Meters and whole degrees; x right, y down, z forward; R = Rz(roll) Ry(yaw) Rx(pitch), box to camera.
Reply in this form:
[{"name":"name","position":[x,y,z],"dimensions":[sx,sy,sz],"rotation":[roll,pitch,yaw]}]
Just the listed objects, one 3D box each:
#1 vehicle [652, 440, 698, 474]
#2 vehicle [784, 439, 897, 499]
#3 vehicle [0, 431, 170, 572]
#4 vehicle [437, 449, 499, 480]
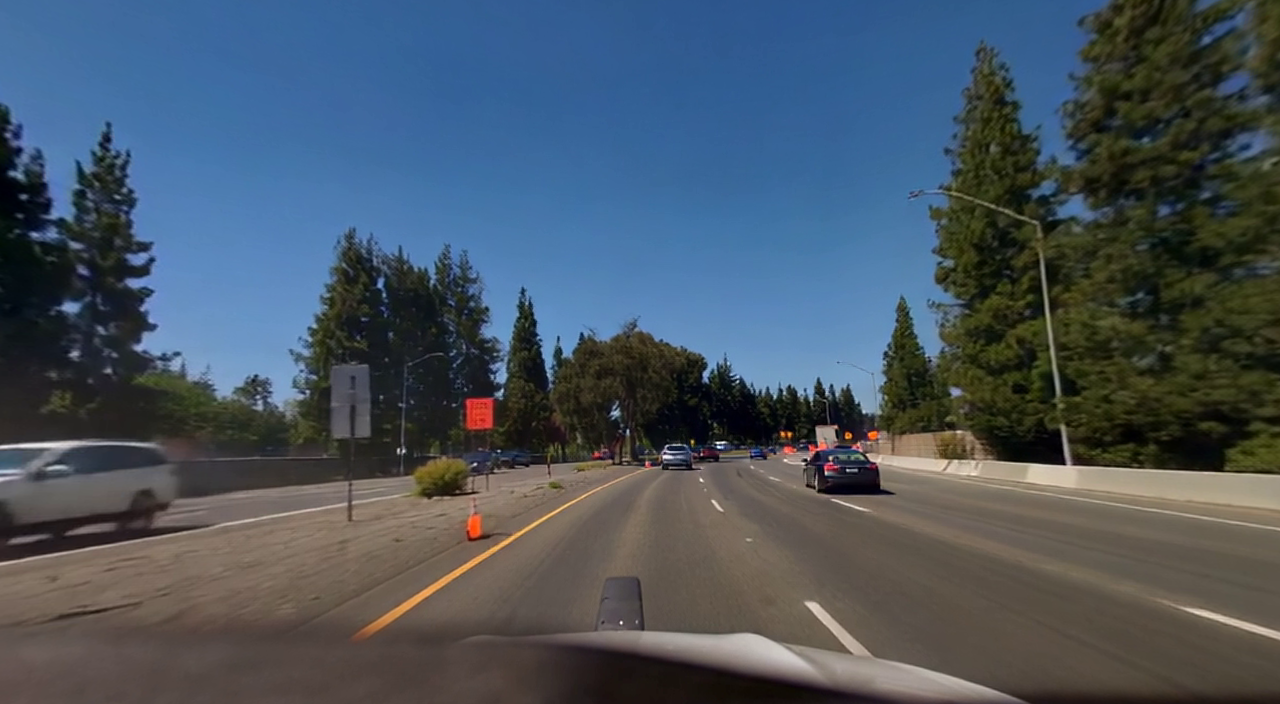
[{"name":"vehicle","position":[1.960,5.611,33.837],"dimensions":[2.201,1.676,4.541],"rotation":[-1,-9,6]},{"name":"vehicle","position":[5.511,3.262,17.999],"dimensions":[2.044,1.474,4.083],"rotation":[-1,-9,3]},{"name":"vehicle","position":[-9.186,1.977,8.507],"dimensions":[2.151,1.770,4.512],"rotation":[0,-9,1]},{"name":"vehicle","position":[-10.126,6.636,37.491],"dimensions":[2.032,1.657,4.271],"rotation":[-1,-9,7]}]
